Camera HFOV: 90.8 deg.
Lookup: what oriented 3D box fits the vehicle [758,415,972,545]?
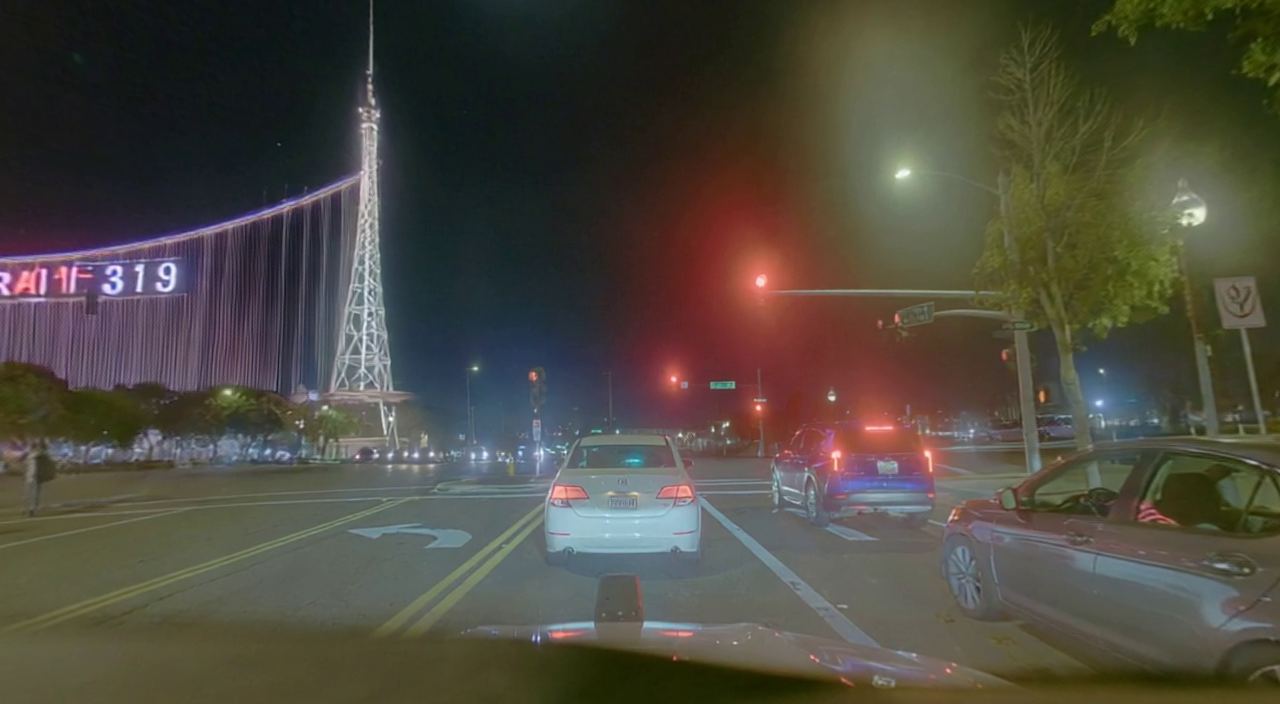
[{"bbox_3d":[3.492,2.082,10.929,1.978,1.738,4.599,0,-8,0],"label":"vehicle"}]

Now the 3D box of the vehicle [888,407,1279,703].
[{"bbox_3d":[3.373,1.180,3.986,1.833,1.465,4.258,0,-8,-1],"label":"vehicle"}]

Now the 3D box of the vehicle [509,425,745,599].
[{"bbox_3d":[-0.116,1.701,7.553,2.096,1.521,3.747,0,-8,0],"label":"vehicle"}]
